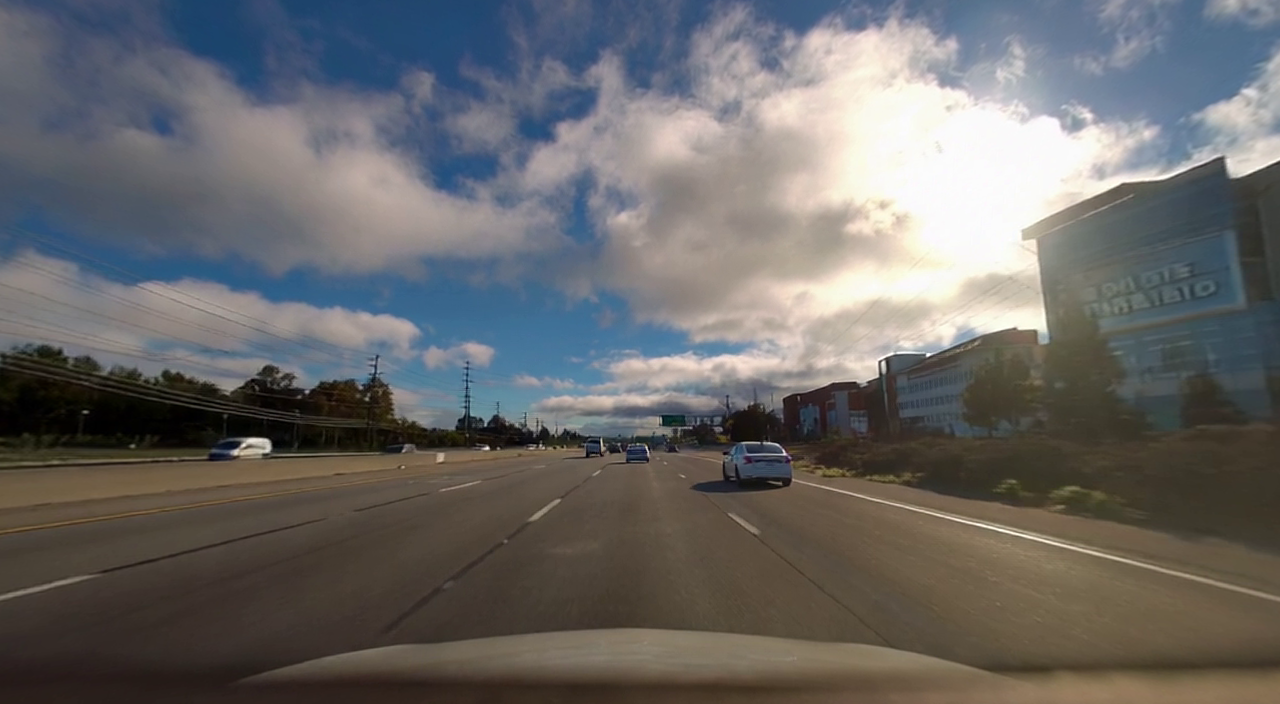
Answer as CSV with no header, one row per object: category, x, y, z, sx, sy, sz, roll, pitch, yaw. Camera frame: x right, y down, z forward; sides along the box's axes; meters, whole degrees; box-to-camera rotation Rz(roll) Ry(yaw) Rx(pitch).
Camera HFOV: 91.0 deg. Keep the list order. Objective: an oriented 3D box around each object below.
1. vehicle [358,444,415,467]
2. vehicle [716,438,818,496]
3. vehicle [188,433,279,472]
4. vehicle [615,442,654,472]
vehicle,-16.679,6.815,41.640,1.968,1.465,4.284,0,-8,1
vehicle,3.655,3.377,18.980,1.995,1.533,4.463,0,-8,-2
vehicle,-27.876,6.909,43.464,2.253,2.447,5.940,0,-8,1
vehicle,-0.317,5.637,34.062,2.019,1.472,3.971,0,-8,-1
